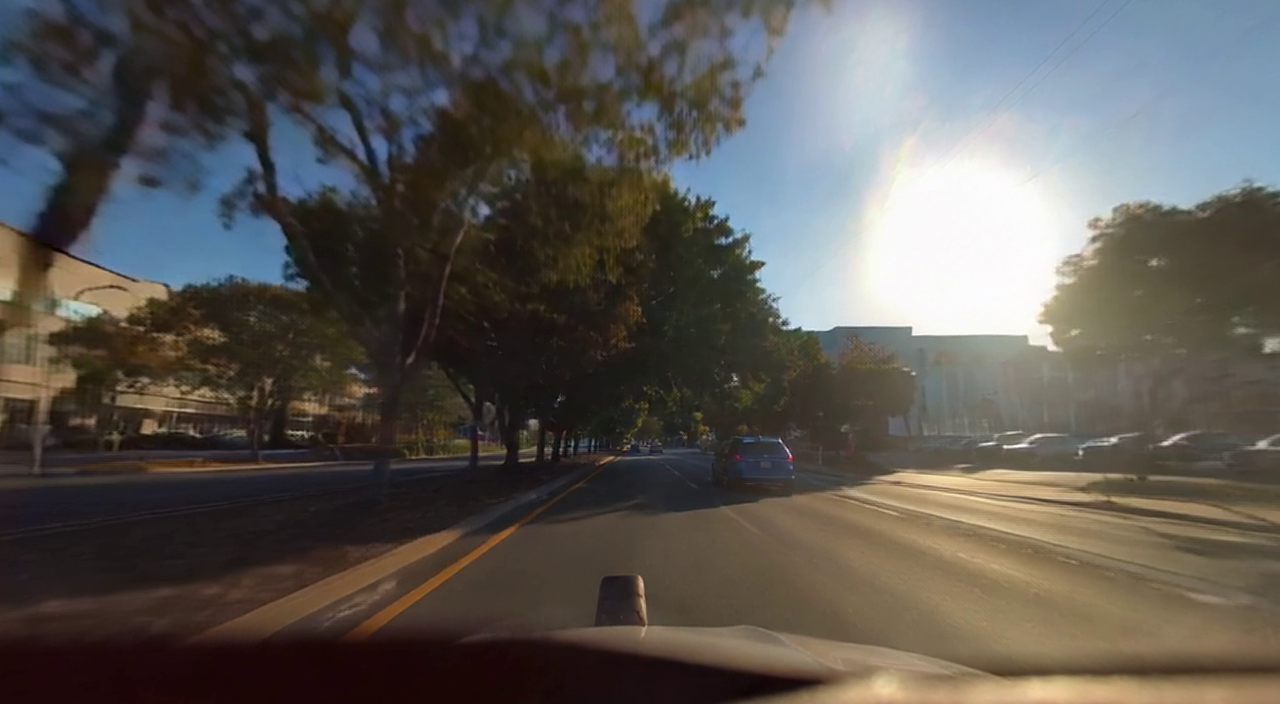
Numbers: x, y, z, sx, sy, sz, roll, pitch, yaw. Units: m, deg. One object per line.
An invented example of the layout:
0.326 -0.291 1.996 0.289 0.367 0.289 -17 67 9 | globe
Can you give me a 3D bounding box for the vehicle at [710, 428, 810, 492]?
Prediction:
3.450 3.200 19.107 2.072 1.696 4.177 0 -8 -2 | vehicle
